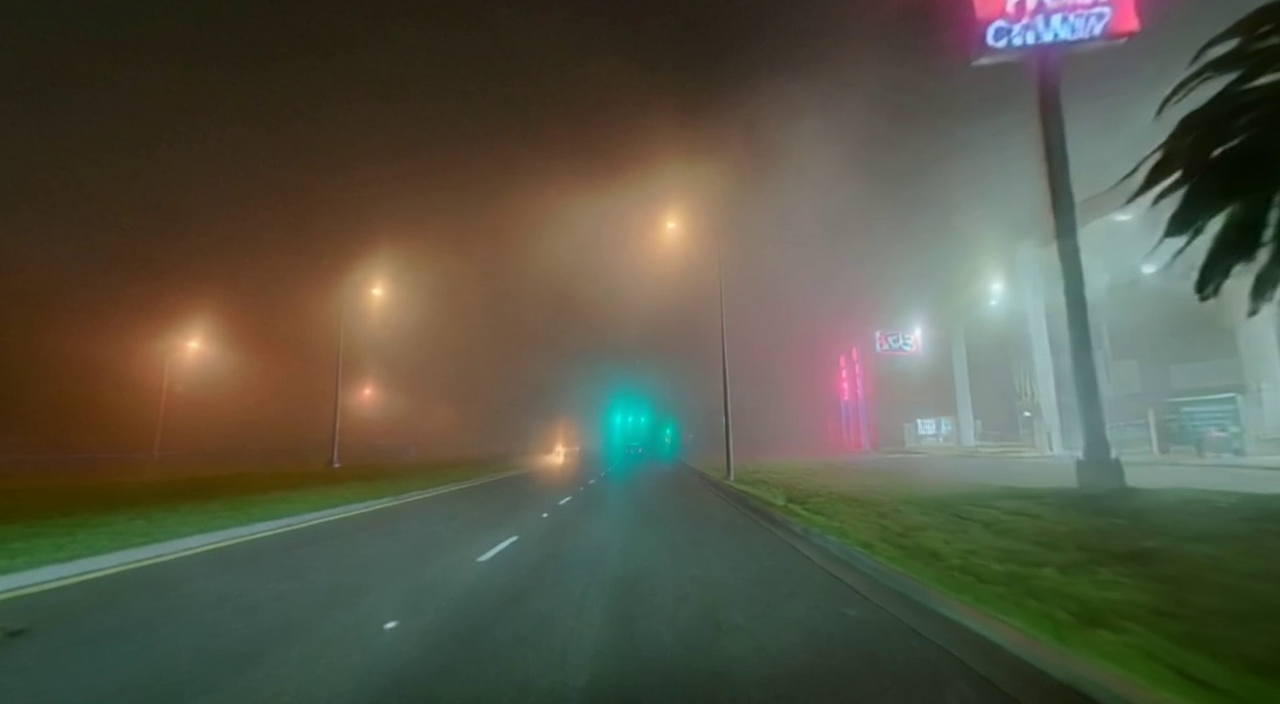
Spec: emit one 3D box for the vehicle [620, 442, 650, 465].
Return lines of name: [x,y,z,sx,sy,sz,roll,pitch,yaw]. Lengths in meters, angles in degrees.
vehicle: [-0.314,7.281,45.362,2.050,1.509,4.148,1,-8,0]
